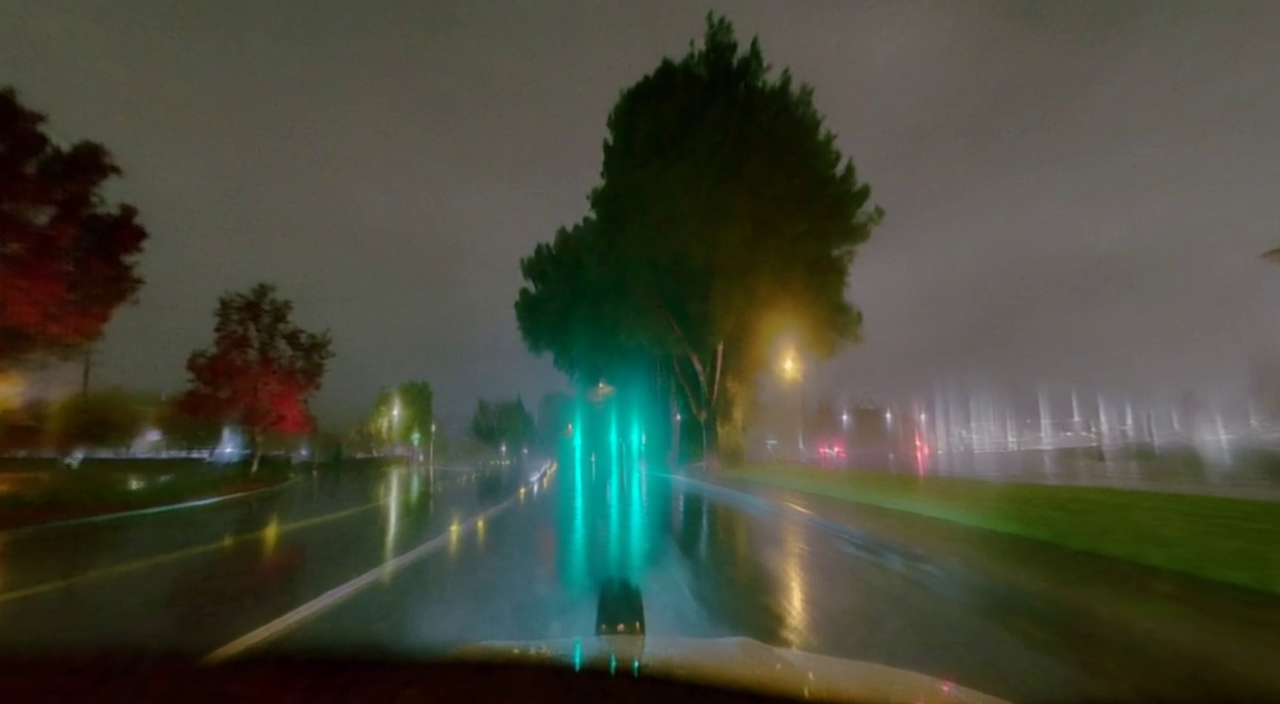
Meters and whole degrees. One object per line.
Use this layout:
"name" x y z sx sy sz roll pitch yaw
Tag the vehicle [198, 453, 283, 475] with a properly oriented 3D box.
"vehicle" -27.767 7.802 44.056 4.527 1.441 2.024 1 -8 -7
